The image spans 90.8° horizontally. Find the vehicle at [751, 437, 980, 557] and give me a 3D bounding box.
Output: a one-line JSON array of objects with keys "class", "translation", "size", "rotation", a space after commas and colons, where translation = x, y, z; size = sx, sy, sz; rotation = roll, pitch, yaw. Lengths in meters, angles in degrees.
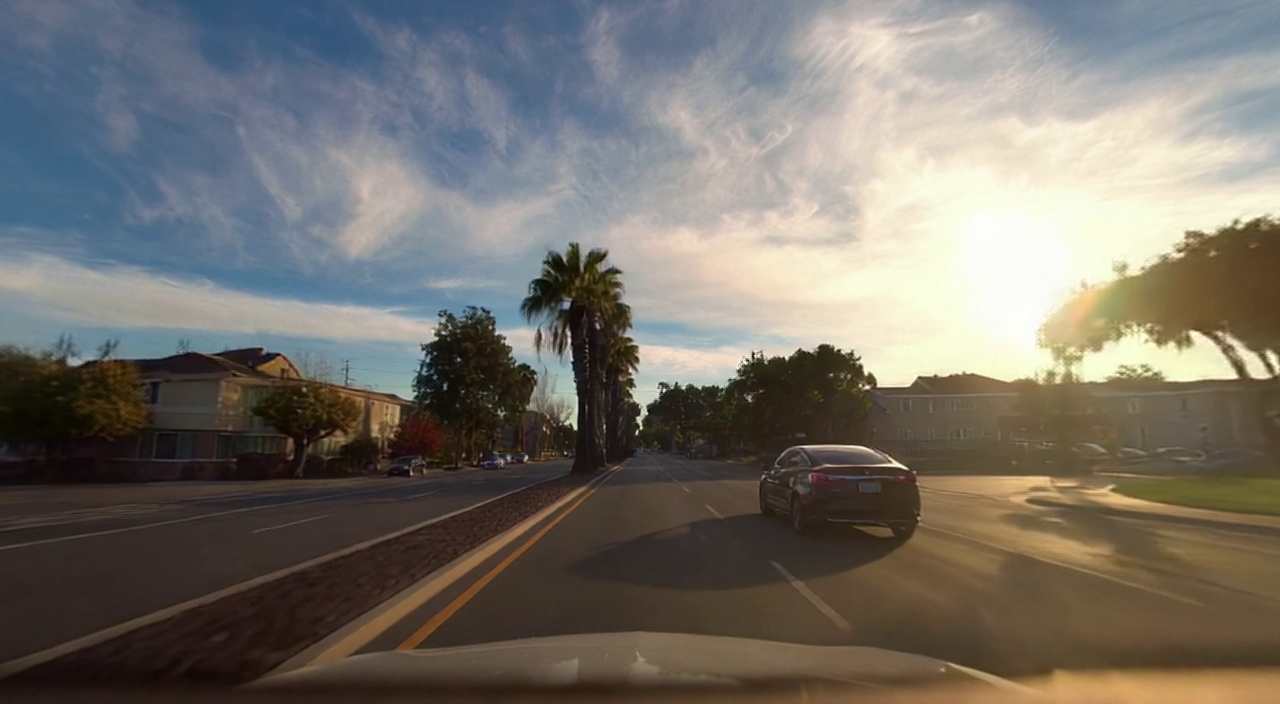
[{"class": "vehicle", "translation": [3.262, 2.198, 10.371], "size": [1.989, 1.492, 4.689], "rotation": [0, -9, -1]}]
